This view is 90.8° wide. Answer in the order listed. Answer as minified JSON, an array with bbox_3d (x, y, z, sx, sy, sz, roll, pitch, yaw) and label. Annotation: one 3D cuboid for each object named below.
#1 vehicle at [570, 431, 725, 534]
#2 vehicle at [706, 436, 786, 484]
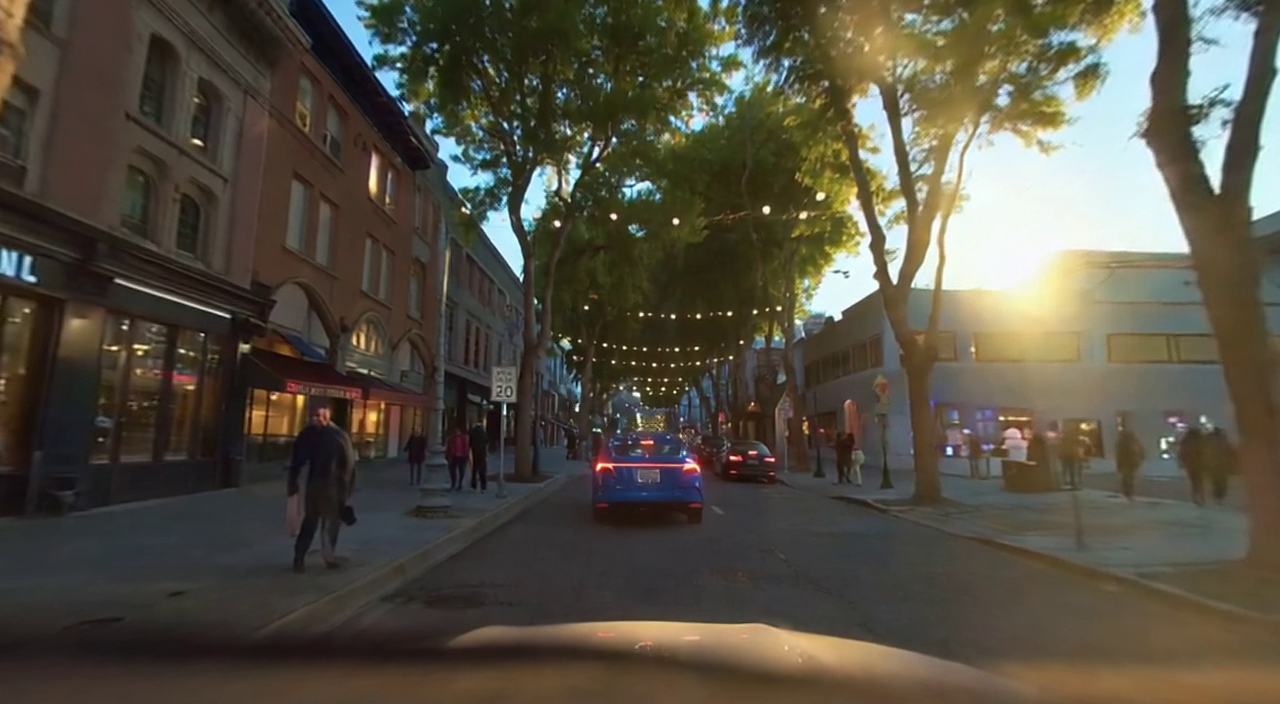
[{"bbox_3d":[0.085,2.225,11.362,2.261,1.474,4.130,0,-9,-1],"label":"vehicle"},{"bbox_3d":[3.624,3.798,22.510,2.025,1.523,4.426,0,-9,-1],"label":"vehicle"}]
